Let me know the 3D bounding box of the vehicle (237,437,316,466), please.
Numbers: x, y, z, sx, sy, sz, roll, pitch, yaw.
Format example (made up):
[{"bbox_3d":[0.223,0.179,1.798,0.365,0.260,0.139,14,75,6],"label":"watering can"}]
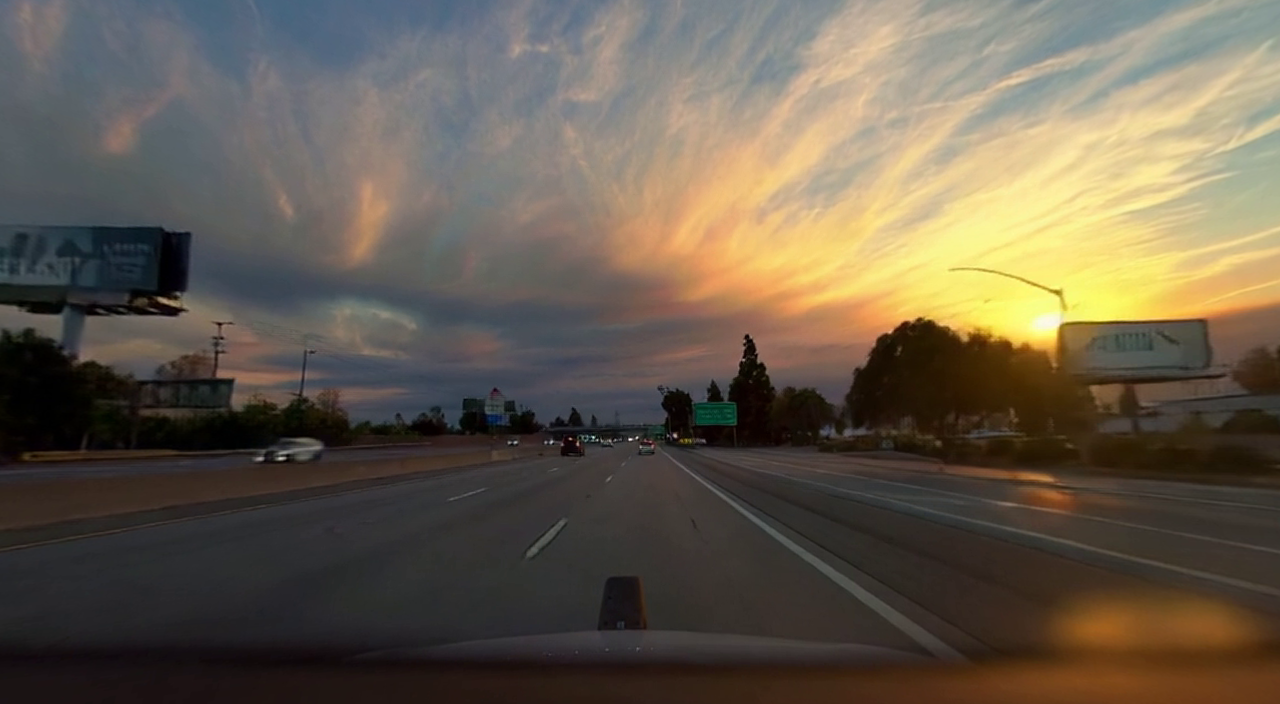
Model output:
[{"bbox_3d":[-22.003,6.038,38.376,2.142,1.689,4.325,0,-8,2],"label":"vehicle"}]
